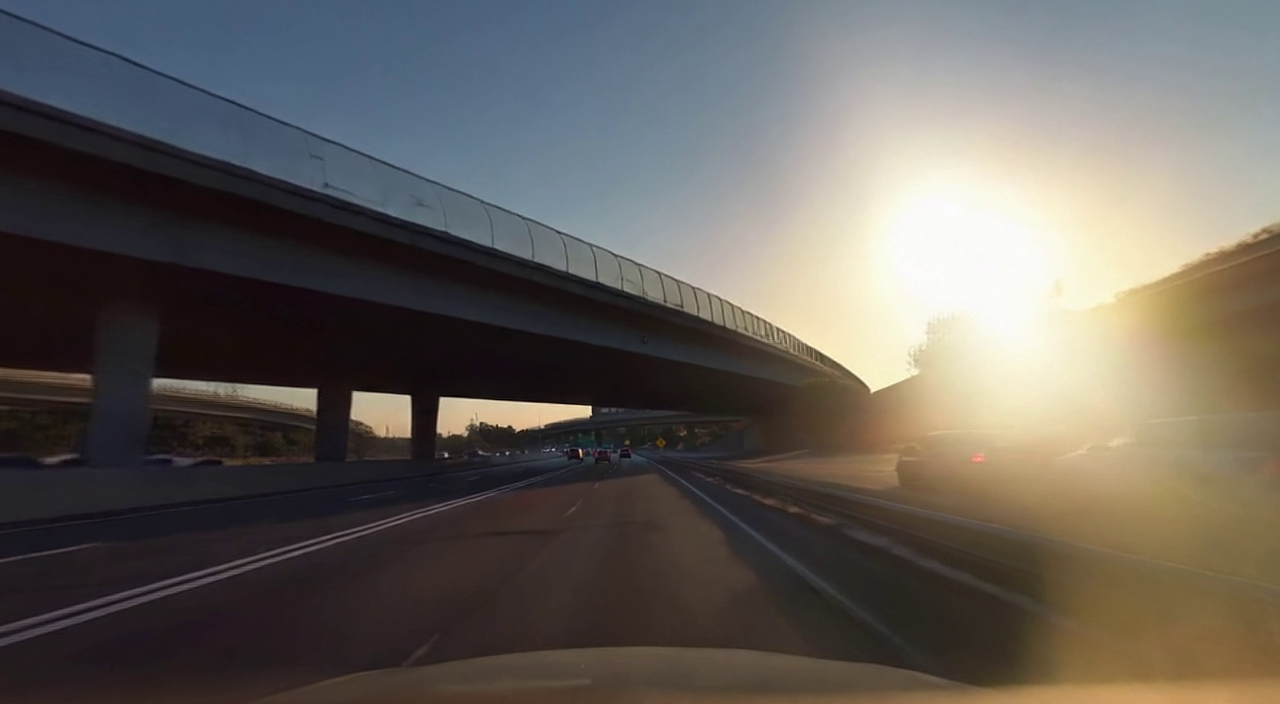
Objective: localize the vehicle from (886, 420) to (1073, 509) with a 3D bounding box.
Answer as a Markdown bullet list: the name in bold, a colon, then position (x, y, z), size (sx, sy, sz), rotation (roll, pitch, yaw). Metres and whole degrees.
- **vehicle**: position (15.002, 5.078, 29.202), size (3.233, 3.414, 9.483), rotation (0, -9, -1)

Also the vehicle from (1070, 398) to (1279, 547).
- **vehicle**: position (16.239, 3.120, 16.821), size (2.887, 3.412, 9.164), rotation (0, -9, -1)
